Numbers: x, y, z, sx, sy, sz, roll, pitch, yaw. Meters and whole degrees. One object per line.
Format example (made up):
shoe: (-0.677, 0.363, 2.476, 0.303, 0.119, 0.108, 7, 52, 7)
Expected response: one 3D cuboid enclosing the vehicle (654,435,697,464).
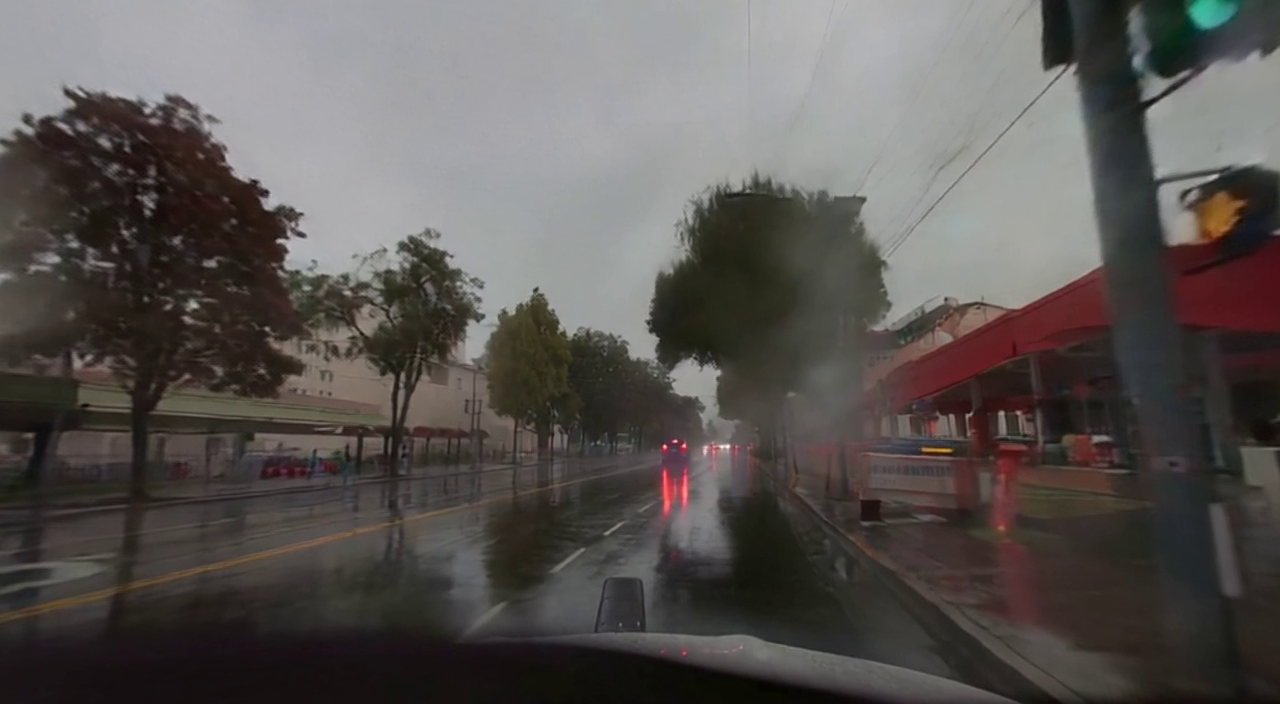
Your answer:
vehicle: (2.340, 6.229, 40.409, 2.101, 1.721, 4.364, -2, -9, 11)
